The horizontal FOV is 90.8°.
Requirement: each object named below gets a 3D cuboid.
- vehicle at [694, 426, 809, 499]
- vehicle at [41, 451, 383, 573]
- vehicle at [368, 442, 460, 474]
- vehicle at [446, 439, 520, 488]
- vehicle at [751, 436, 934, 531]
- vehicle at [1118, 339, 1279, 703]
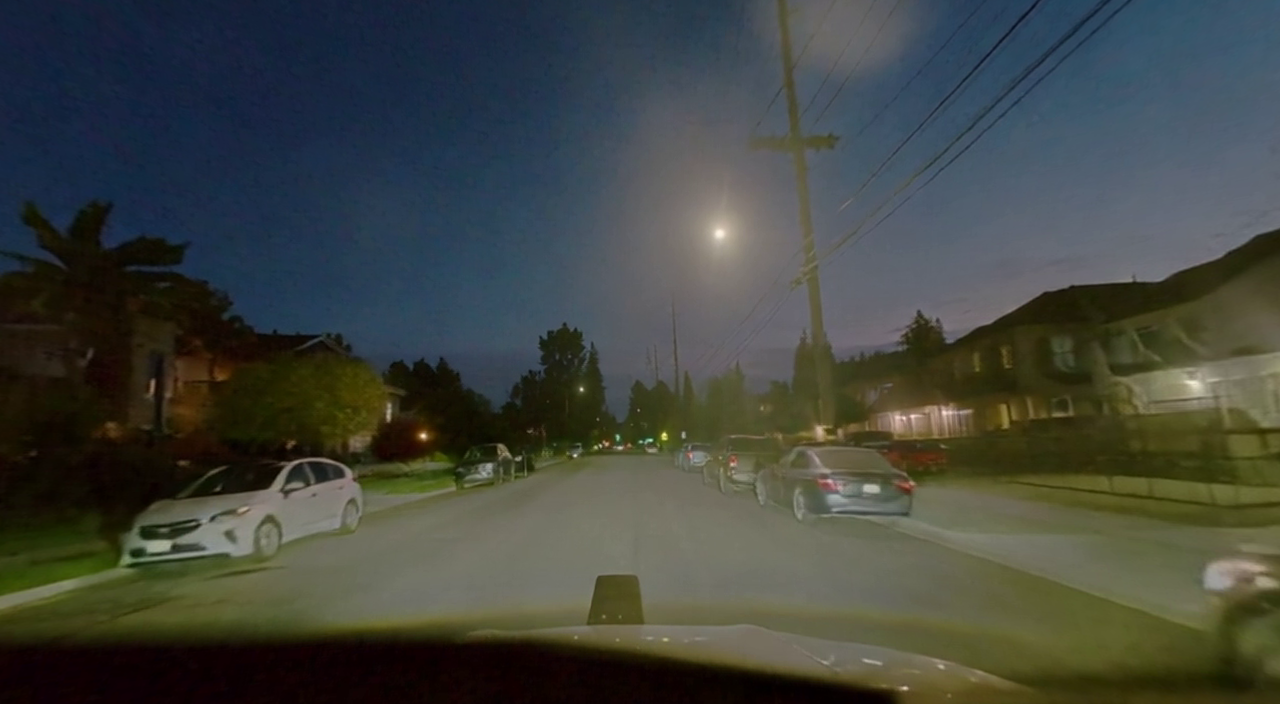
[{"bbox_3d":[3.023,3.169,18.574,2.122,1.809,5.421,0,-8,-3],"label":"vehicle"},{"bbox_3d":[-6.279,2.354,10.240,2.199,1.439,4.757,-1,-9,0],"label":"vehicle"},{"bbox_3d":[-13.606,6.373,38.209,4.729,1.831,2.174,0,-9,-1],"label":"vehicle"},{"bbox_3d":[-6.632,4.758,27.117,2.118,1.753,4.377,-4,-9,-2],"label":"vehicle"},{"bbox_3d":[3.561,2.386,12.148,1.848,1.436,4.582,0,-8,-2],"label":"vehicle"},{"bbox_3d":[3.521,0.573,0.699,2.247,1.618,4.655,2,-8,-2],"label":"vehicle"}]
